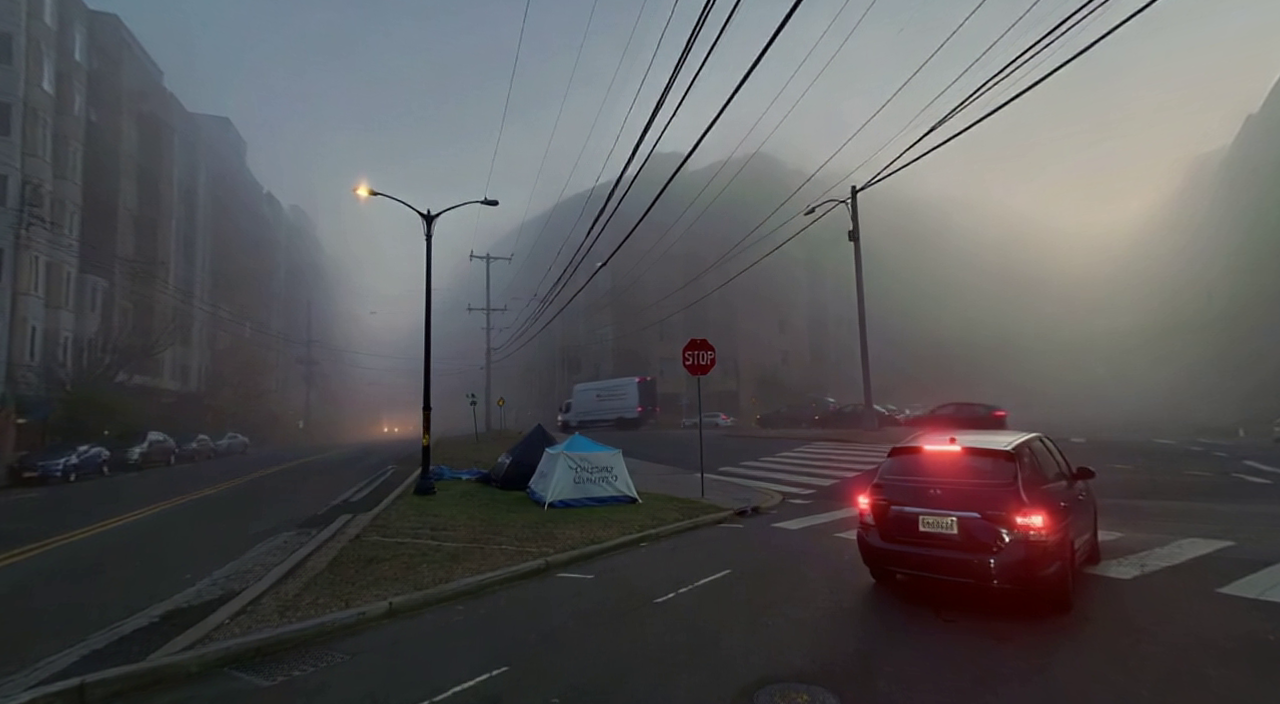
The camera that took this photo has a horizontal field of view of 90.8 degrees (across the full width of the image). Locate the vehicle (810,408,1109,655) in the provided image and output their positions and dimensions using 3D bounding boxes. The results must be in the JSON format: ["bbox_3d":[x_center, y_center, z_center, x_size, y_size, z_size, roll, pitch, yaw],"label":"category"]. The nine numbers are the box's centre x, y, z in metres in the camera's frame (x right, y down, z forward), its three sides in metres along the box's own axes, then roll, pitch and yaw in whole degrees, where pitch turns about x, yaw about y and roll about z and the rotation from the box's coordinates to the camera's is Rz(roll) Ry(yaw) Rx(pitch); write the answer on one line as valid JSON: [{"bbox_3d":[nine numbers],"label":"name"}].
[{"bbox_3d":[3.406,1.544,6.595,1.945,1.647,4.160,-6,-10,32],"label":"vehicle"}]

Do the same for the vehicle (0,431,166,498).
[{"bbox_3d":[-17.194,3.463,19.918,2.054,1.800,5.212,3,-9,-20],"label":"vehicle"}]

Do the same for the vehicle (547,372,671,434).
[{"bbox_3d":[-1.876,3.023,35.528,7.172,3.075,2.584,-7,-10,41],"label":"vehicle"}]

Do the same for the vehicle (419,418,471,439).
[{"bbox_3d":[-15.259,5.997,49.269,2.089,1.506,4.641,7,-11,-41],"label":"vehicle"}]

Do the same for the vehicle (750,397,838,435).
[{"bbox_3d":[8.225,3.514,34.029,1.805,1.694,4.214,10,-15,-44],"label":"vehicle"}]
